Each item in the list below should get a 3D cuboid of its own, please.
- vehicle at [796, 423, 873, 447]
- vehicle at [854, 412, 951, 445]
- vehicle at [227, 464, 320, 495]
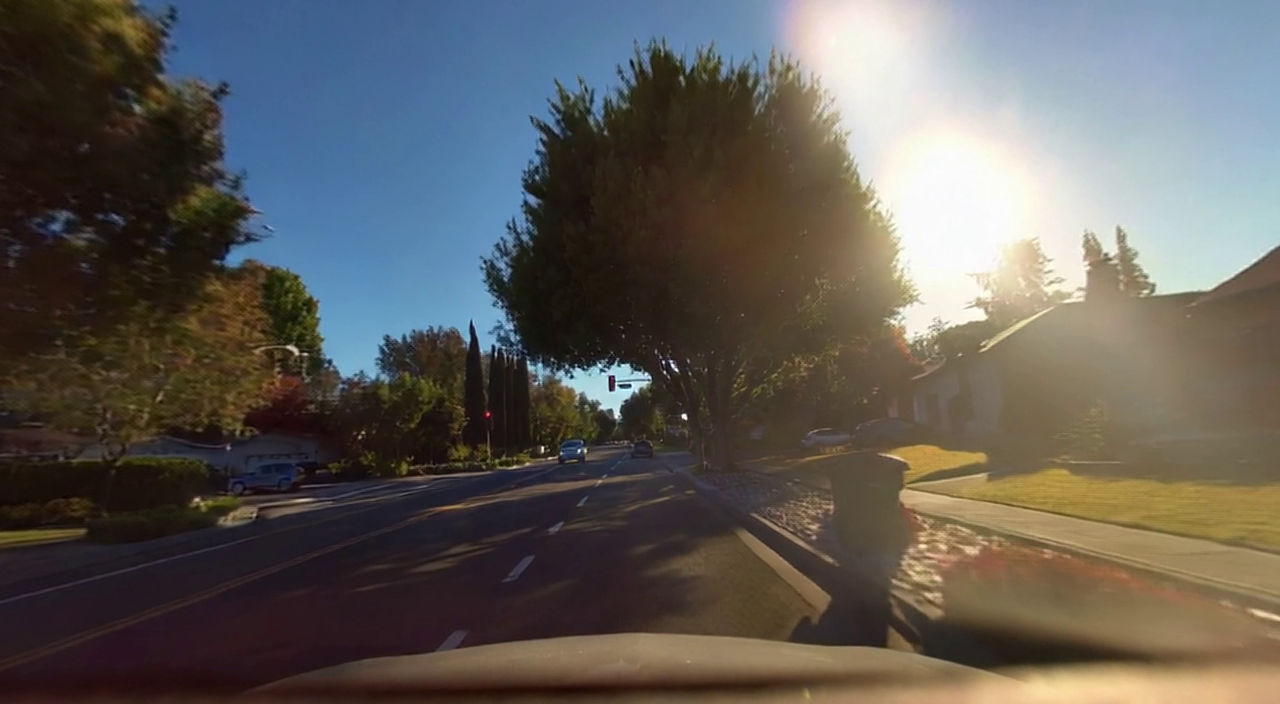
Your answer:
[{"bbox_3d":[13.165,5.655,42.722,4.580,1.534,1.919,0,-8,-1],"label":"vehicle"},{"bbox_3d":[14.143,4.158,34.023,4.319,1.700,2.034,0,-8,0],"label":"vehicle"},{"bbox_3d":[-24.603,8.528,42.239,4.933,1.792,2.133,0,-8,4],"label":"vehicle"}]
